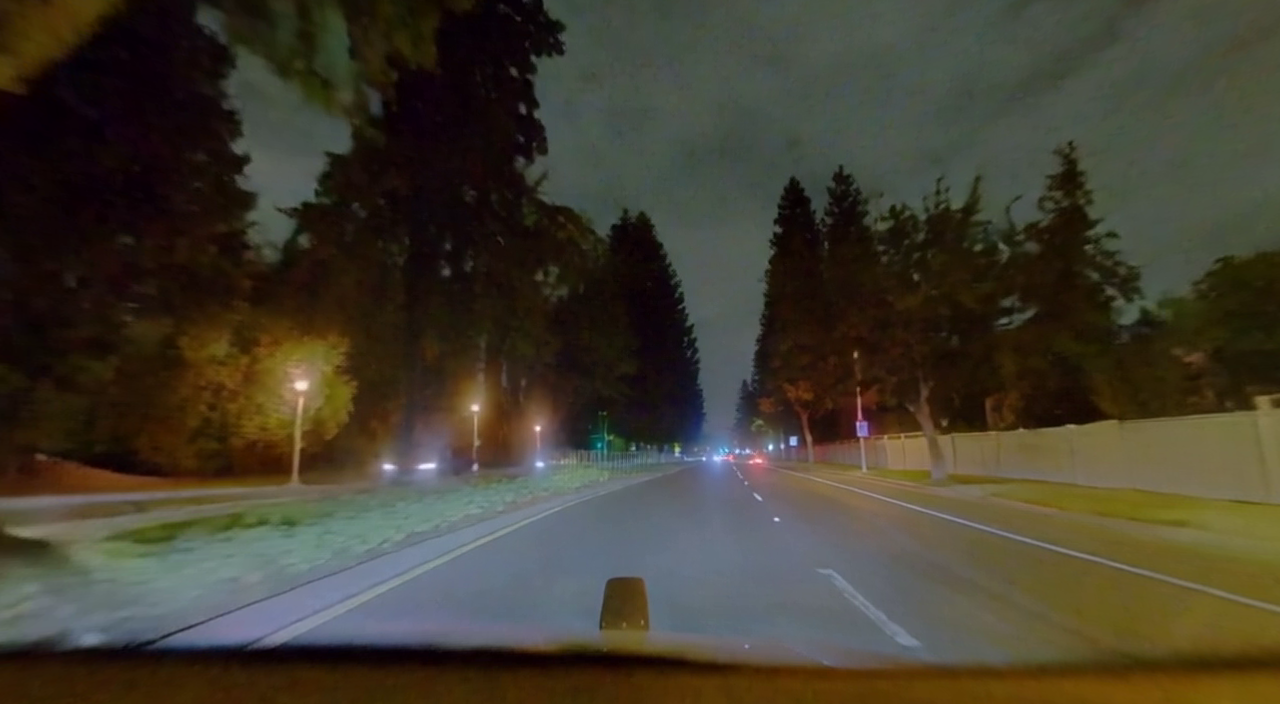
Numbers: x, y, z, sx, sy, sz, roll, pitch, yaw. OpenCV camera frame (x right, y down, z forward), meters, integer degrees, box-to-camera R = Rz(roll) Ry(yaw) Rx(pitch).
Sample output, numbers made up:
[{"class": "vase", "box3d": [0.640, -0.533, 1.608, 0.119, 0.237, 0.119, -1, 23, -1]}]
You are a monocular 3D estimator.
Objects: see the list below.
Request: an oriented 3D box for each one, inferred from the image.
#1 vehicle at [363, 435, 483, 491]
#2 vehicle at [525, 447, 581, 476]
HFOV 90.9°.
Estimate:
[{"class": "vehicle", "box3d": [-7.755, 4.017, 23.208, 2.276, 1.805, 4.984, -2, -9, 5]}, {"class": "vehicle", "box3d": [-5.435, 6.911, 40.000, 2.261, 1.655, 4.613, -2, -9, 9]}]
